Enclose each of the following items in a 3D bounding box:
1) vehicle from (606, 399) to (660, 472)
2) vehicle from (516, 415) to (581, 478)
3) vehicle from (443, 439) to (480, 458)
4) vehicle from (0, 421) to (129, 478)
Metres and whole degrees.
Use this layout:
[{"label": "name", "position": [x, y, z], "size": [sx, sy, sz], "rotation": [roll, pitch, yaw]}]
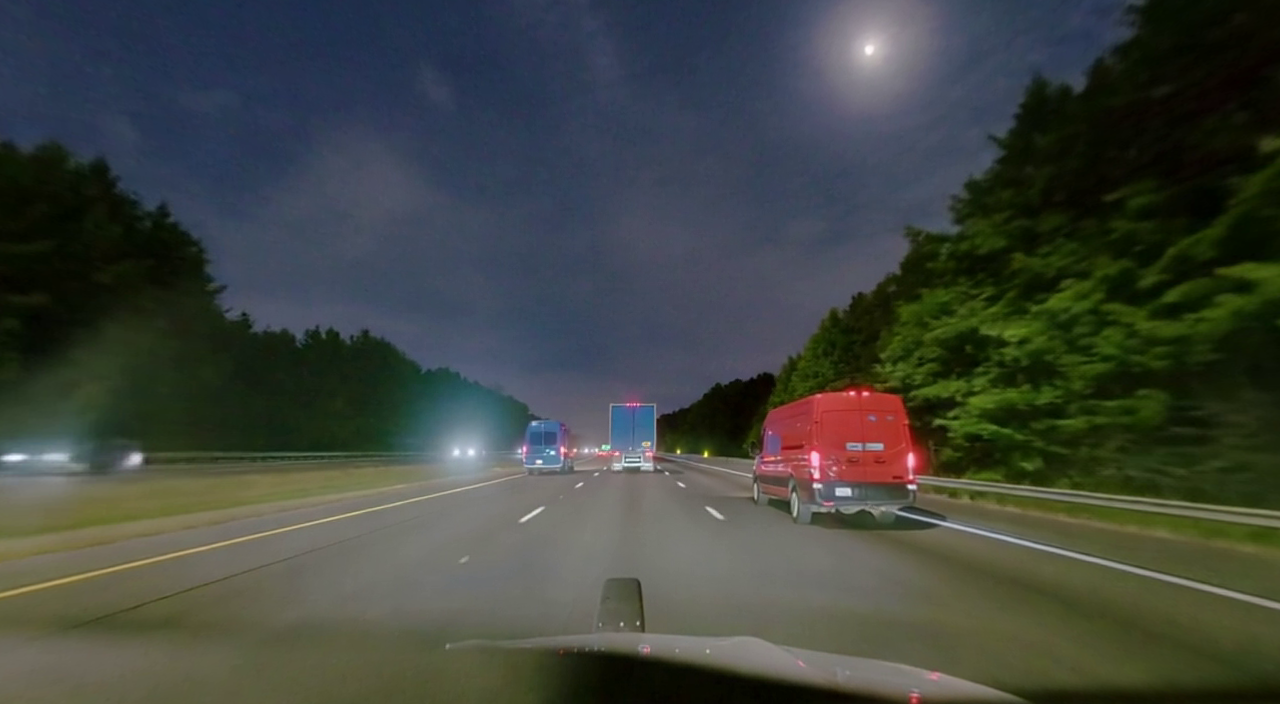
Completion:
[{"label": "vehicle", "position": [-0.465, 5.425, 40.261], "size": [2.995, 4.036, 10.311], "rotation": [0, -9, -1]}, {"label": "vehicle", "position": [-4.407, 4.704, 31.417], "size": [2.357, 2.786, 6.144], "rotation": [0, -9, -1]}, {"label": "vehicle", "position": [-13.980, 7.615, 49.672], "size": [1.766, 1.459, 3.806], "rotation": [0, -9, 0]}, {"label": "vehicle", "position": [-17.300, 2.828, 18.319], "size": [1.757, 1.478, 3.711], "rotation": [0, -9, 0]}]
